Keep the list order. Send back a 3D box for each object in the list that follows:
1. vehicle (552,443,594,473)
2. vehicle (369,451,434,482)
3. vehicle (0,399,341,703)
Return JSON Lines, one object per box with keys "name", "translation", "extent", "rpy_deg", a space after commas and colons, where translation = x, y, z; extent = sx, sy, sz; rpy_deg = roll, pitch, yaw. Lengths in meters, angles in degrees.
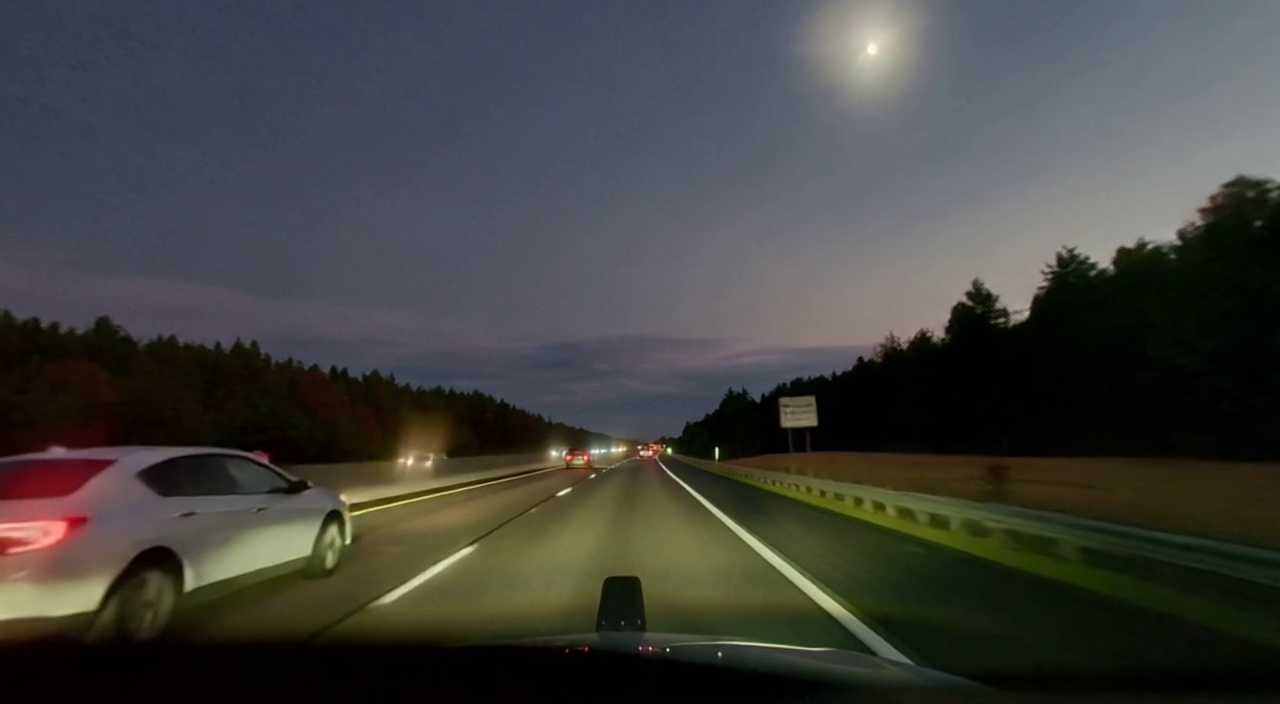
{"name": "vehicle", "translation": [-4.042, 6.474, 38.616], "extent": [2.095, 1.664, 4.305], "rpy_deg": [0, -9, 0]}
{"name": "vehicle", "translation": [-12.326, 5.923, 32.841], "extent": [1.706, 1.449, 4.208], "rpy_deg": [0, -9, 0]}
{"name": "vehicle", "translation": [-3.668, 1.090, 3.510], "extent": [1.970, 1.483, 4.097], "rpy_deg": [0, -9, 0]}
